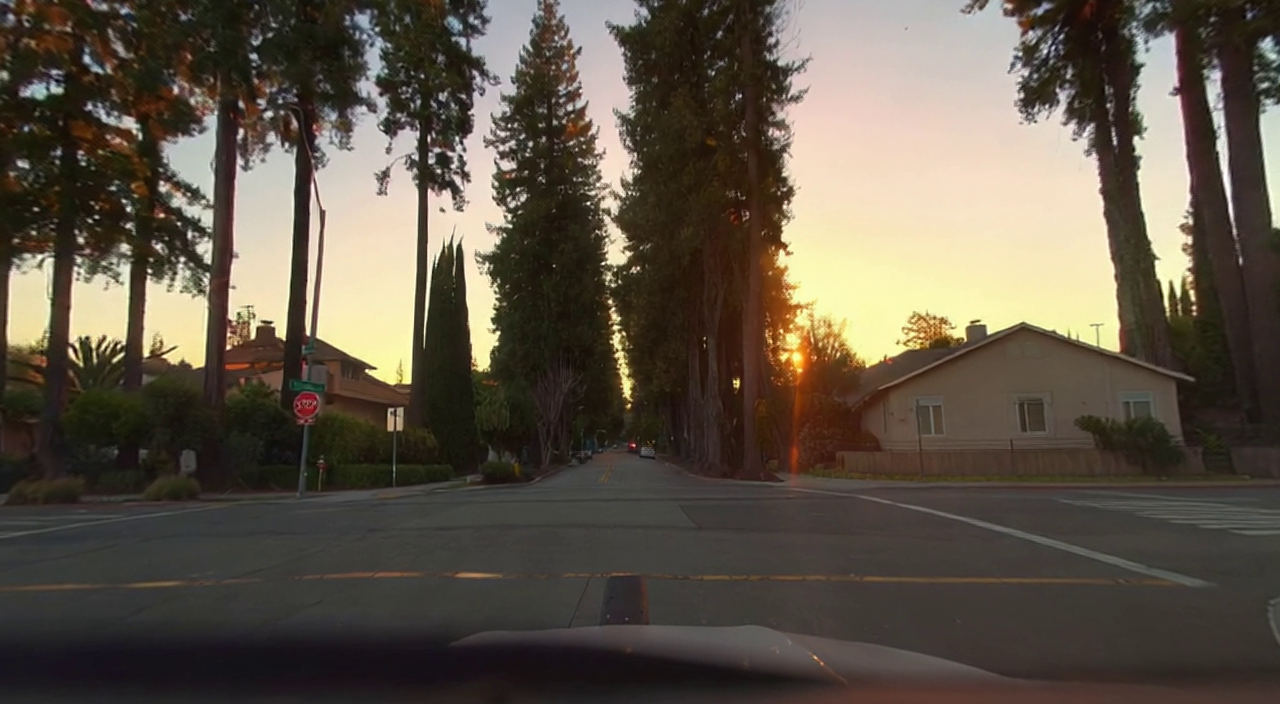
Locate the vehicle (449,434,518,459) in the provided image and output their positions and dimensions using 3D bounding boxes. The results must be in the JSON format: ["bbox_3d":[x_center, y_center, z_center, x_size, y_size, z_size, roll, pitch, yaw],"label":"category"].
[{"bbox_3d":[-11.685,7.086,47.268,4.622,1.782,1.836,0,-8,1],"label":"vehicle"}]
